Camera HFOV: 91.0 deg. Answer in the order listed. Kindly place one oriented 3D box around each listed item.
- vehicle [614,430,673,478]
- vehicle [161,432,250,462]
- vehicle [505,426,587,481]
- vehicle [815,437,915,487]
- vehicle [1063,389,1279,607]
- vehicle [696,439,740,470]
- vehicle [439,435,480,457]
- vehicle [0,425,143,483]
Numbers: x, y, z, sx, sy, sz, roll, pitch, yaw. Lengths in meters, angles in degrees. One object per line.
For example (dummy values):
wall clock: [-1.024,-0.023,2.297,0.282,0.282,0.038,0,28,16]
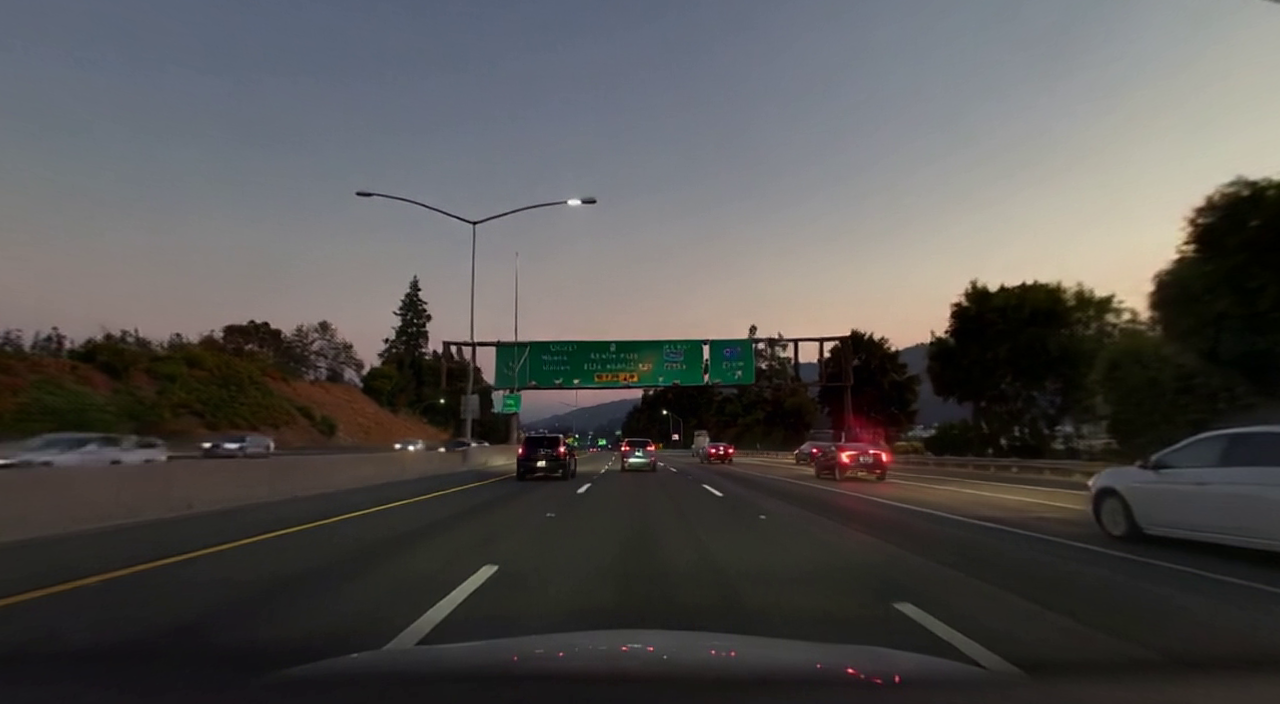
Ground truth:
vehicle: [0.134,4.074,25.224,2.181,1.728,3.970,0,-9,0]
vehicle: [-25.711,5.643,37.458,1.947,1.682,4.606,0,-9,1]
vehicle: [-3.278,3.677,22.975,2.199,1.777,4.790,0,-9,1]
vehicle: [7.748,3.806,22.089,1.989,1.569,3.964,0,-9,-1]
vehicle: [5.970,1.156,5.003,2.041,1.669,4.712,0,-9,2]
vehicle: [4.457,5.925,36.666,2.022,1.682,4.226,0,-9,0]
vehicle: [-14.211,7.448,49.830,1.885,1.593,4.292,0,-9,1]
vehicle: [-18.007,3.051,18.997,1.992,1.524,4.843,0,-9,1]
